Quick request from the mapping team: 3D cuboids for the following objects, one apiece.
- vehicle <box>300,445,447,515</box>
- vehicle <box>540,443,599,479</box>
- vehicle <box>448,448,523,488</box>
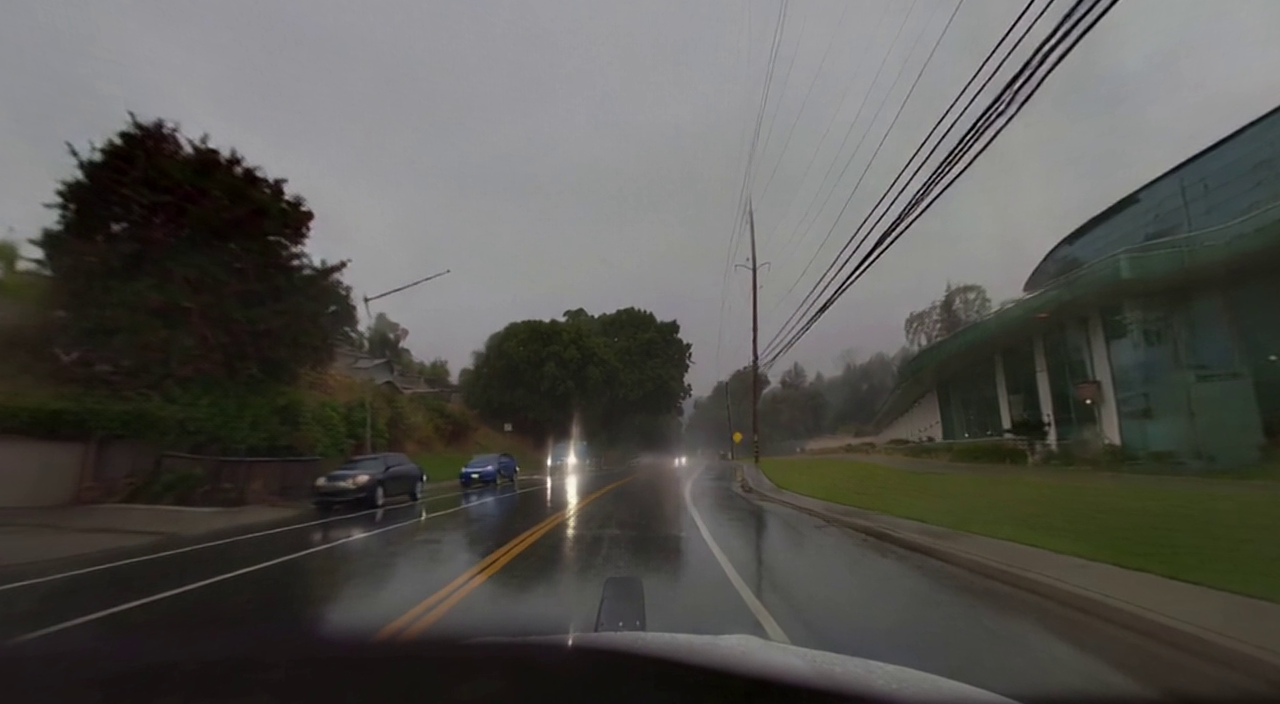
[{"bbox_3d":[-7.093,3.509,17.435,1.840,1.523,4.333,3,-11,4],"label":"vehicle"},{"bbox_3d":[-4.396,6.913,40.243,2.295,1.989,5.055,-5,-10,9],"label":"vehicle"},{"bbox_3d":[-6.430,4.956,26.751,1.927,1.542,3.886,-2,-12,4],"label":"vehicle"}]
